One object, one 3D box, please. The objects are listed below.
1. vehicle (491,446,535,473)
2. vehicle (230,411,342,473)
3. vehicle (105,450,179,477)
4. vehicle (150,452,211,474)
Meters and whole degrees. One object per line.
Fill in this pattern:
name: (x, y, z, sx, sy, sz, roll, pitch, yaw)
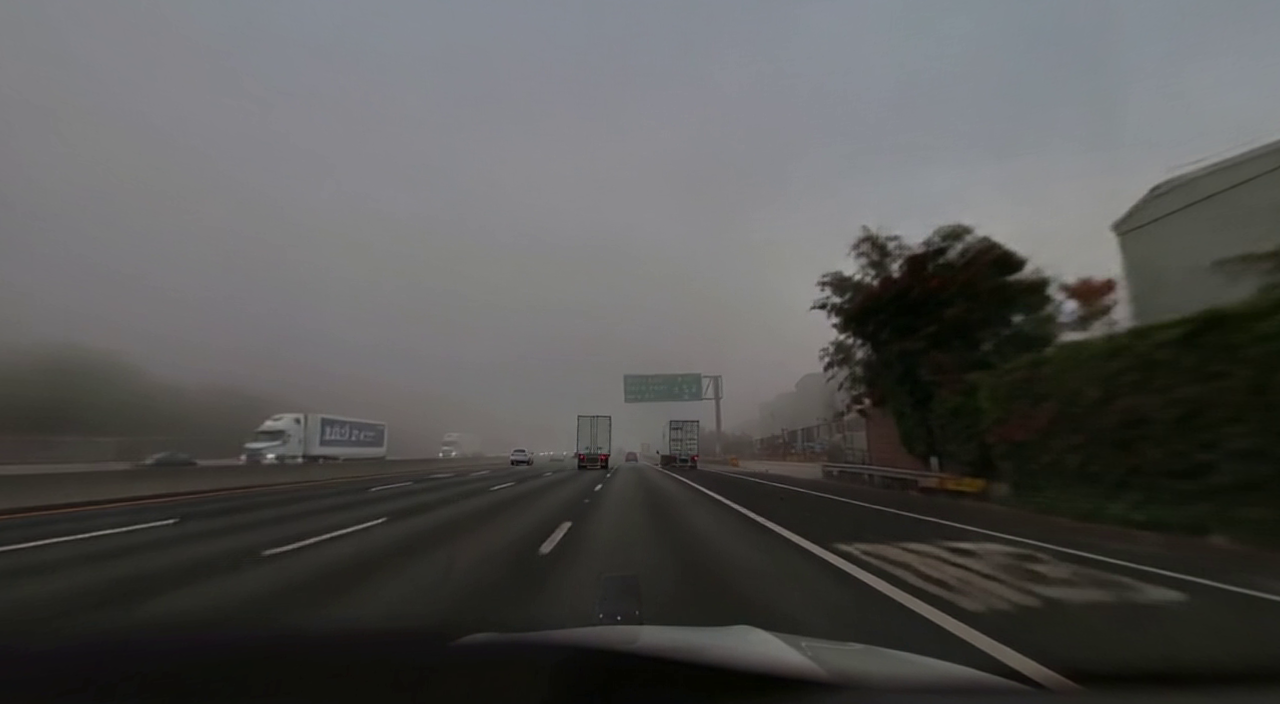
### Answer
vehicle: (-8.164, 6.929, 40.979, 2.132, 1.679, 4.045, 0, -9, -3)
vehicle: (-23.645, 6.127, 42.950, 3.008, 3.765, 8.086, 0, -9, -1)
vehicle: (-26.958, 6.015, 34.350, 1.447, 1.339, 3.236, -1, -9, -2)
vehicle: (-30.432, 7.356, 42.012, 1.517, 1.361, 3.423, 0, -9, -2)
